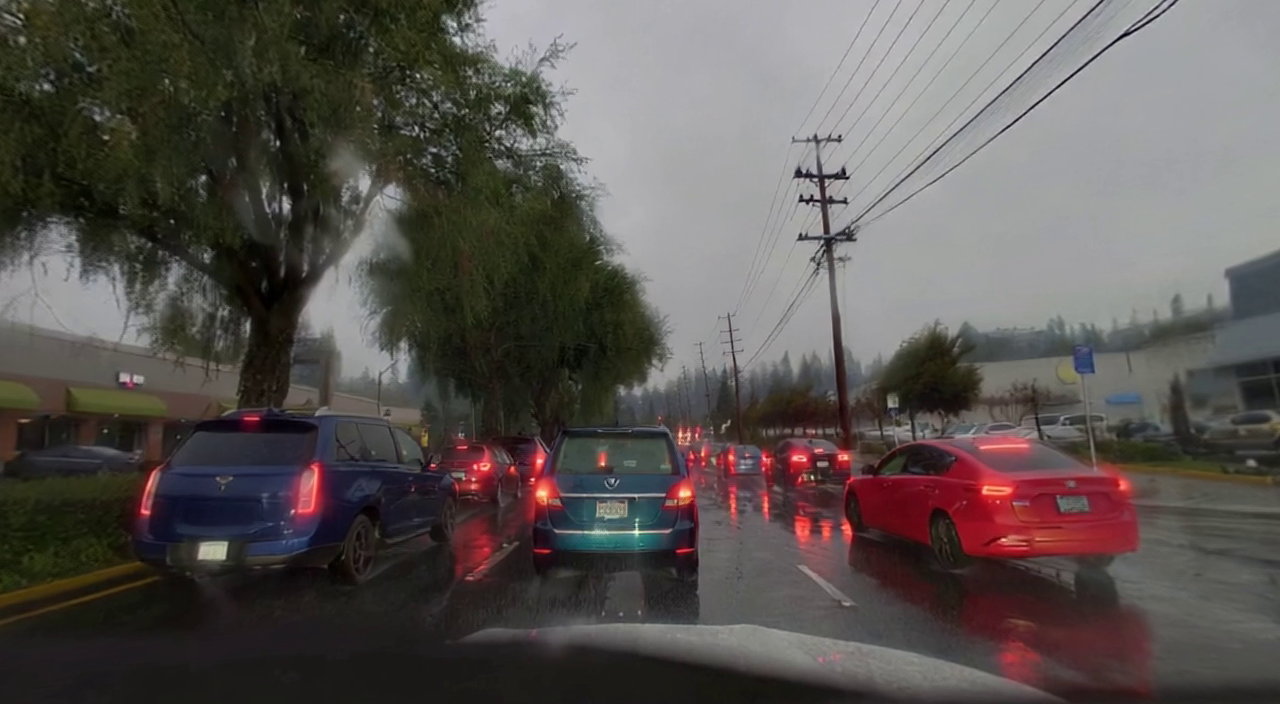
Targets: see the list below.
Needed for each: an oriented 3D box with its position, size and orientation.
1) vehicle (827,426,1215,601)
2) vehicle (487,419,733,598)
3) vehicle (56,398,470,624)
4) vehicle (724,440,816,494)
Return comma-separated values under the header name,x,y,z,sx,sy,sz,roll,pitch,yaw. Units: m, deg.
name,x,y,z,sx,sy,sz,roll,pitch,yaw
vehicle,3.907,1.706,7.623,1.909,1.473,4.361,0,-9,-1
vehicle,-0.310,1.631,7.403,2.097,1.511,3.809,0,-9,-2
vehicle,-3.434,1.520,6.988,1.979,1.697,4.254,0,-9,-1
vehicle,3.824,3.435,19.299,1.876,1.456,4.025,0,-9,-1
